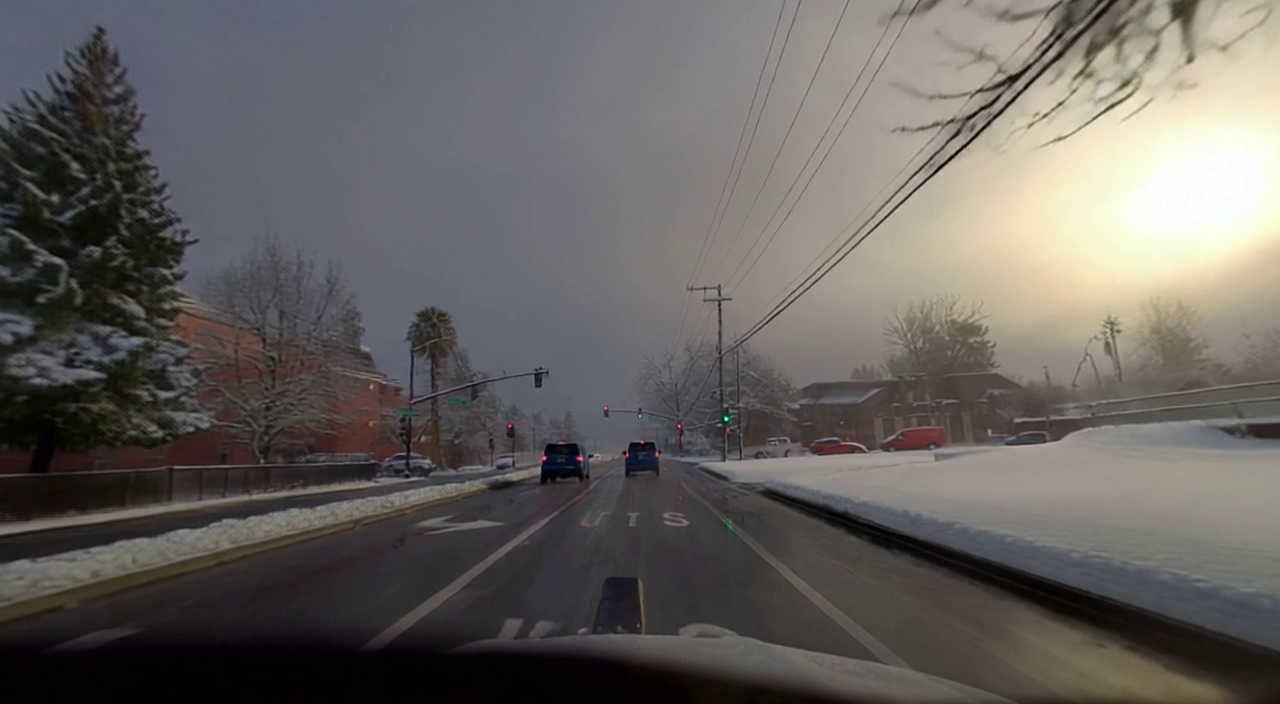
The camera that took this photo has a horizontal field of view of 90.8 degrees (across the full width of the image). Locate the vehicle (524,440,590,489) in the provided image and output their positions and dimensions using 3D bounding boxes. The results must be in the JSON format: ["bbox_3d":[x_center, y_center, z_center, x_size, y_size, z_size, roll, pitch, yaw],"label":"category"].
[{"bbox_3d":[-3.207,4.455,25.320,2.097,1.755,4.336,0,-9,0],"label":"vehicle"}]

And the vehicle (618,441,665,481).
[{"bbox_3d":[-0.014,5.233,30.624,2.088,1.735,4.801,0,-9,-2],"label":"vehicle"}]
